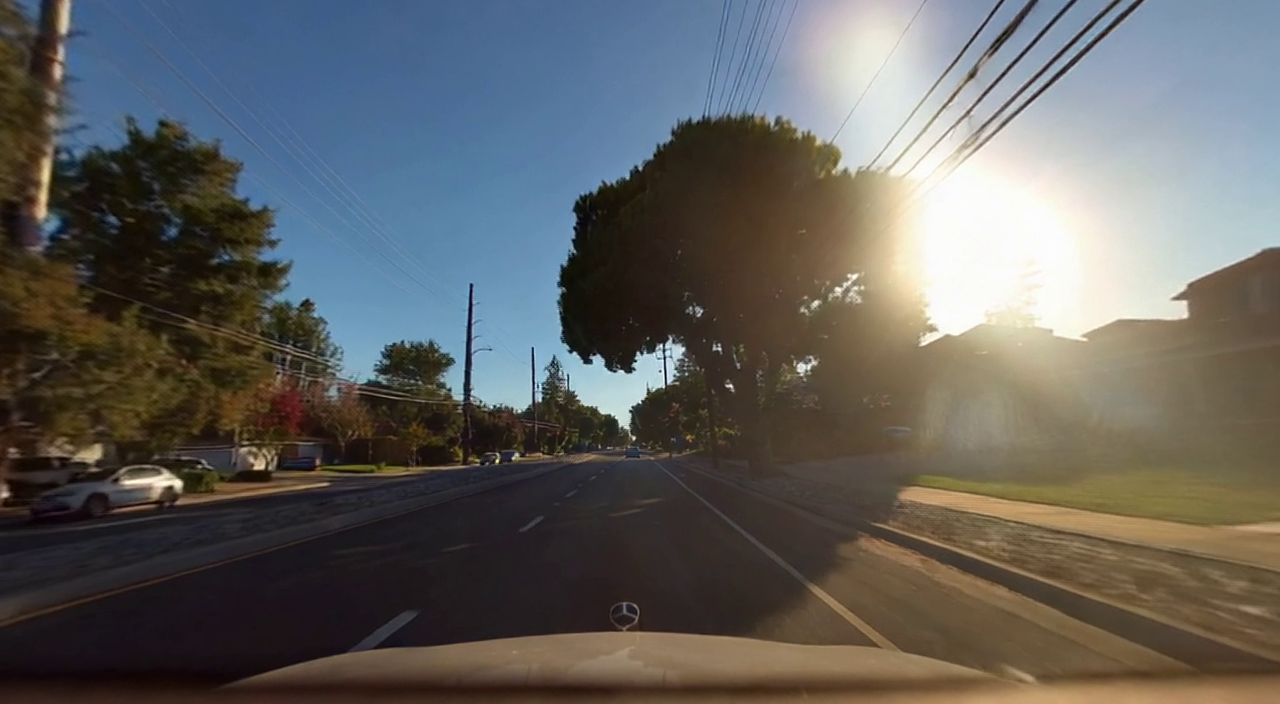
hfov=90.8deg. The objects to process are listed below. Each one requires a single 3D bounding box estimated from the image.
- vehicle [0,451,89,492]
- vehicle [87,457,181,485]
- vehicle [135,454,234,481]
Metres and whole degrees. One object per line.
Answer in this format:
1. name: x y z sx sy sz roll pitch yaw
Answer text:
1. vehicle: -28.436 5.431 28.888 4.470 1.777 2.000 0 -9 0
2. vehicle: -29.297 6.873 36.652 3.723 1.479 1.950 -1 -8 1
3. vehicle: -28.452 7.198 39.535 4.599 1.533 2.029 0 -9 2
